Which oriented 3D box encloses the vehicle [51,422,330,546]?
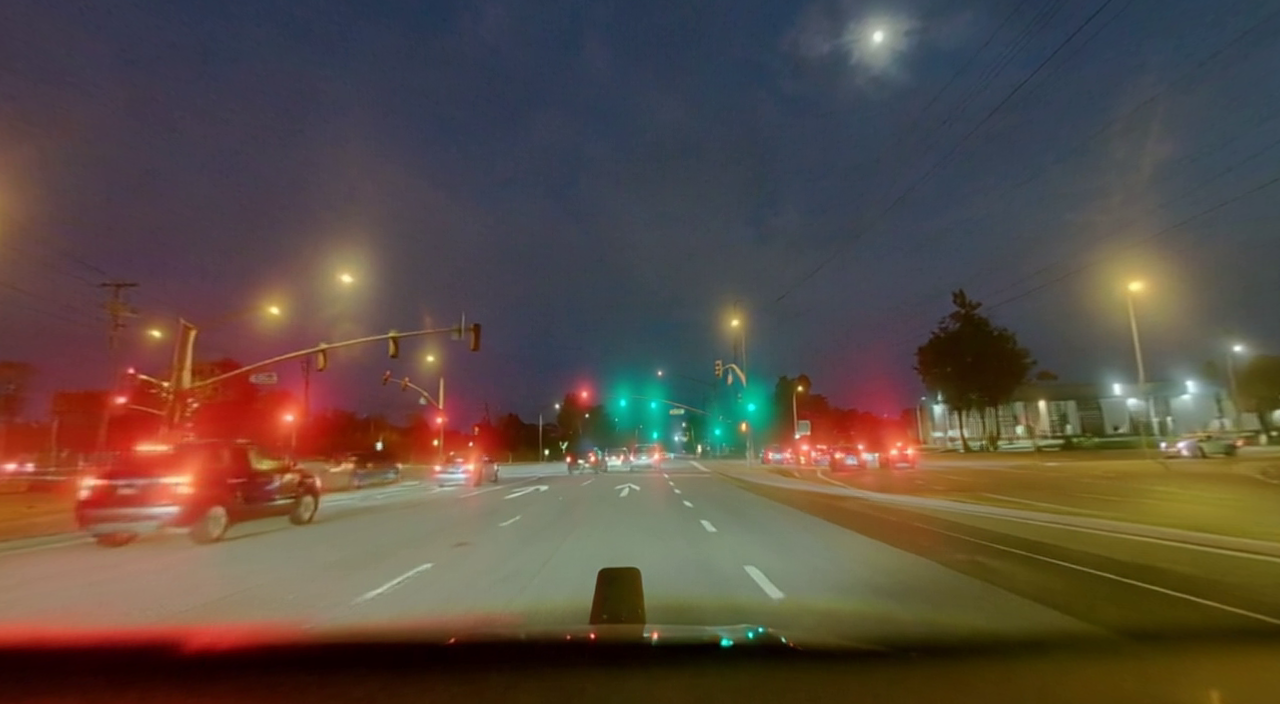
[{"bbox_3d":[-7.480,2.205,11.177,1.860,1.754,4.089,0,-8,1],"label":"vehicle"}]

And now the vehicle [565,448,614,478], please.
[{"bbox_3d":[-2.635,5.870,33.792,2.064,1.464,4.373,0,-8,2],"label":"vehicle"}]

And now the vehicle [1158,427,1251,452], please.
[{"bbox_3d":[44.092,6.875,49.450,4.988,1.916,2.172,-1,-8,4],"label":"vehicle"}]

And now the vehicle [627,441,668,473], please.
[{"bbox_3d":[0.530,6.378,38.646,2.276,1.850,3.897,-1,-8,4],"label":"vehicle"}]

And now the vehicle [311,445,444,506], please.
[{"bbox_3d":[-7.528,3.544,18.646,1.912,1.573,4.299,0,-8,2],"label":"vehicle"}]

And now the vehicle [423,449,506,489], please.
[{"bbox_3d":[-7.058,4.741,25.942,1.904,1.449,4.580,0,-8,3],"label":"vehicle"}]
